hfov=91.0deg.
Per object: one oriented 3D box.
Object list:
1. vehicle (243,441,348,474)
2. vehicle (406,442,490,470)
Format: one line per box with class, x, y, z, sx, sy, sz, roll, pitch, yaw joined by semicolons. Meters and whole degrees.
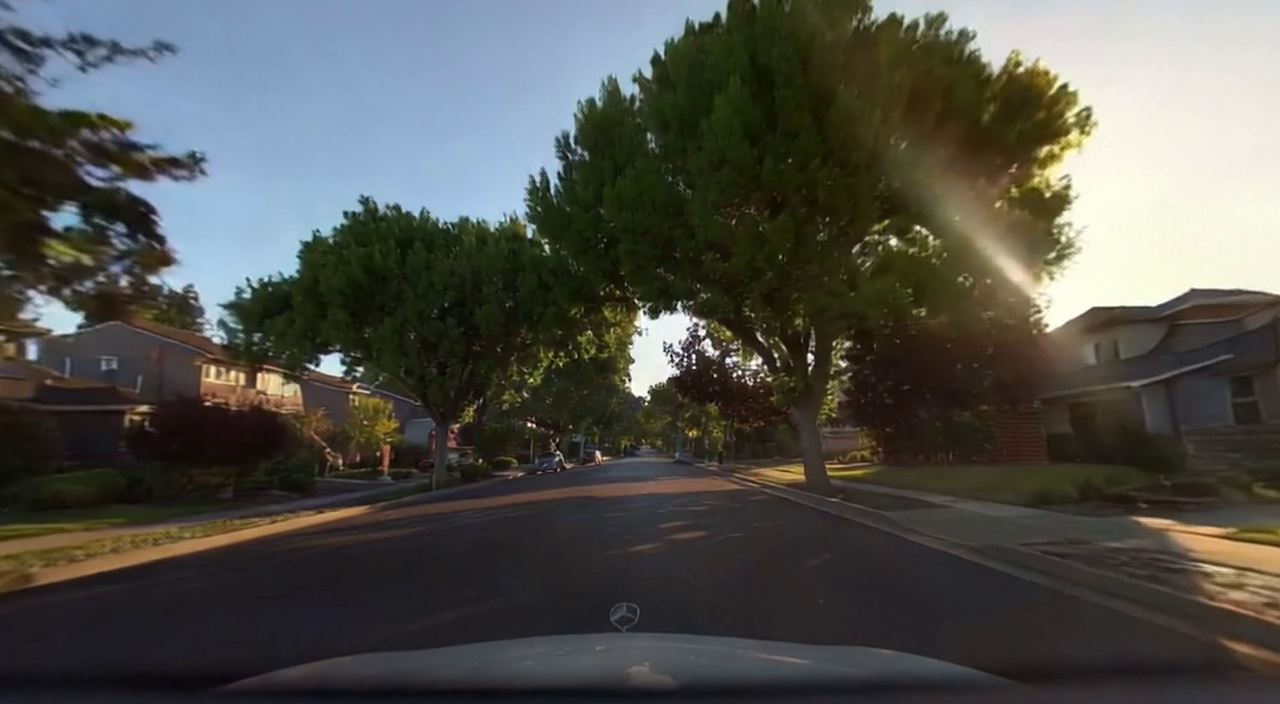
vehicle;-17.260;5.304;31.644;4.112;1.497;1.956;-2;-9;2
vehicle;-12.543;6.825;41.306;4.876;1.733;1.989;0;-9;3
